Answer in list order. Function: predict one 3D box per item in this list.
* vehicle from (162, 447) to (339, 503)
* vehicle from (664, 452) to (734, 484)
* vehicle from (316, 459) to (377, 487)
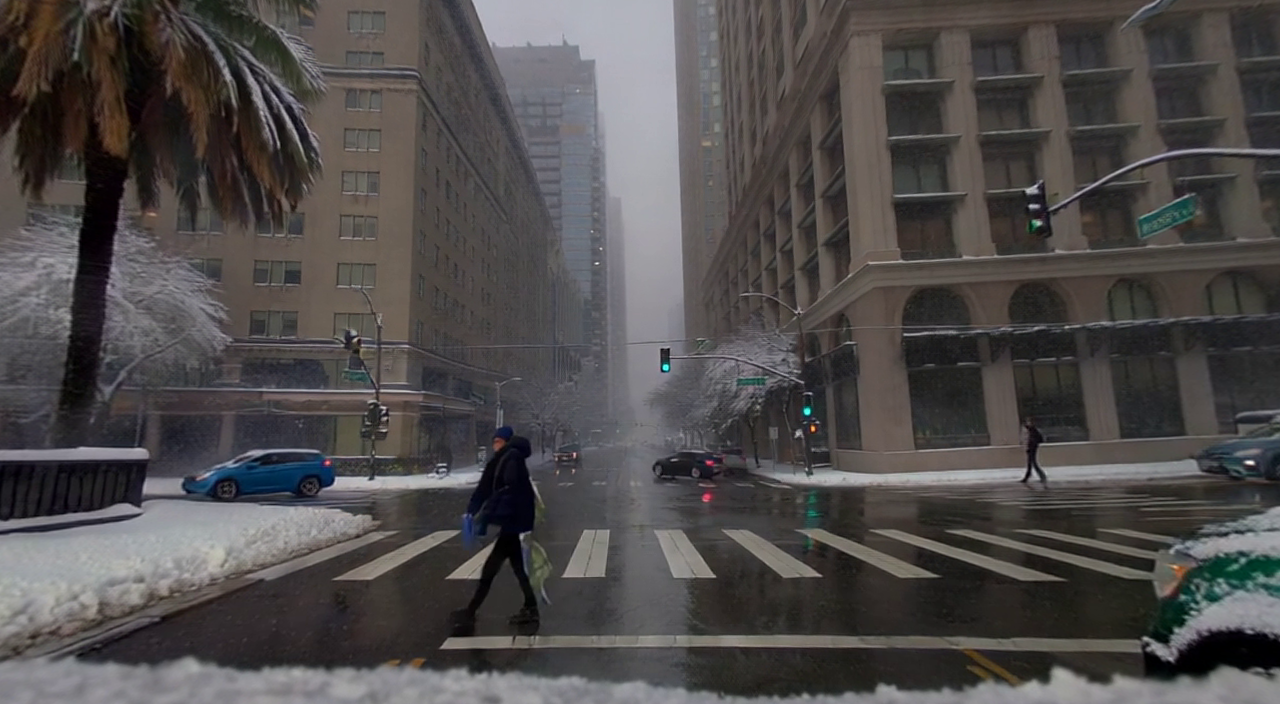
[{"bbox_3d":[-12.275,3.872,20.306,4.499,1.594,1.898,3,-9,-23],"label":"vehicle"},{"bbox_3d":[2.999,6.001,33.047,2.000,1.525,4.273,3,-9,-19],"label":"vehicle"},{"bbox_3d":[-20.097,8.262,43.455,2.043,1.745,4.420,0,-8,0],"label":"vehicle"}]
